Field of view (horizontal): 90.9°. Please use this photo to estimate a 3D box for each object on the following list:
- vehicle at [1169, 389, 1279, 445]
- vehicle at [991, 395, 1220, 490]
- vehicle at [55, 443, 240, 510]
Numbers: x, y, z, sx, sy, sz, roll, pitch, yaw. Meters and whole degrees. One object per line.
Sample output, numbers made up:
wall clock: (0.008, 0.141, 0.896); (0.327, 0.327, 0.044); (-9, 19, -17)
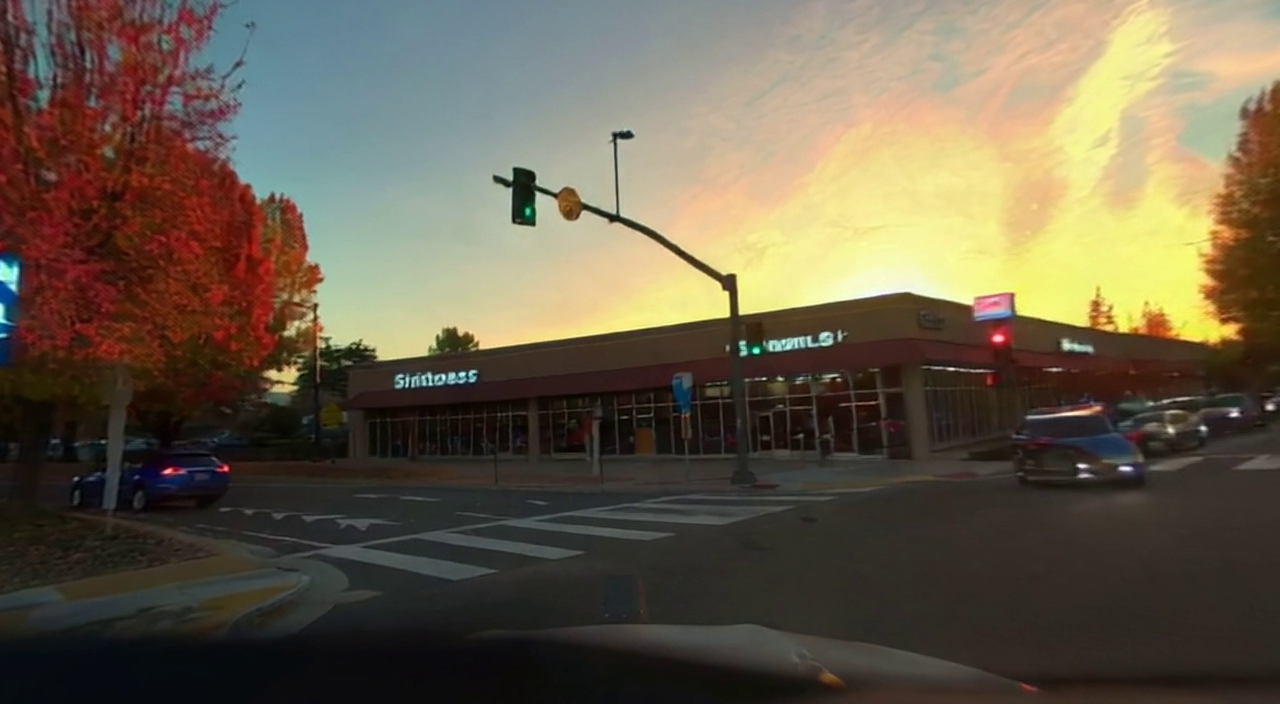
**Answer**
vehicle: (21.561, 2.467, 23.139); (4.945, 1.808, 2.247); (6, -11, -39)
vehicle: (11.420, 2.089, 15.346); (5.787, 1.834, 2.524); (2, -9, -34)
vehicle: (-15.167, 3.761, 19.429); (5.110, 1.814, 2.146); (-4, -9, 23)
